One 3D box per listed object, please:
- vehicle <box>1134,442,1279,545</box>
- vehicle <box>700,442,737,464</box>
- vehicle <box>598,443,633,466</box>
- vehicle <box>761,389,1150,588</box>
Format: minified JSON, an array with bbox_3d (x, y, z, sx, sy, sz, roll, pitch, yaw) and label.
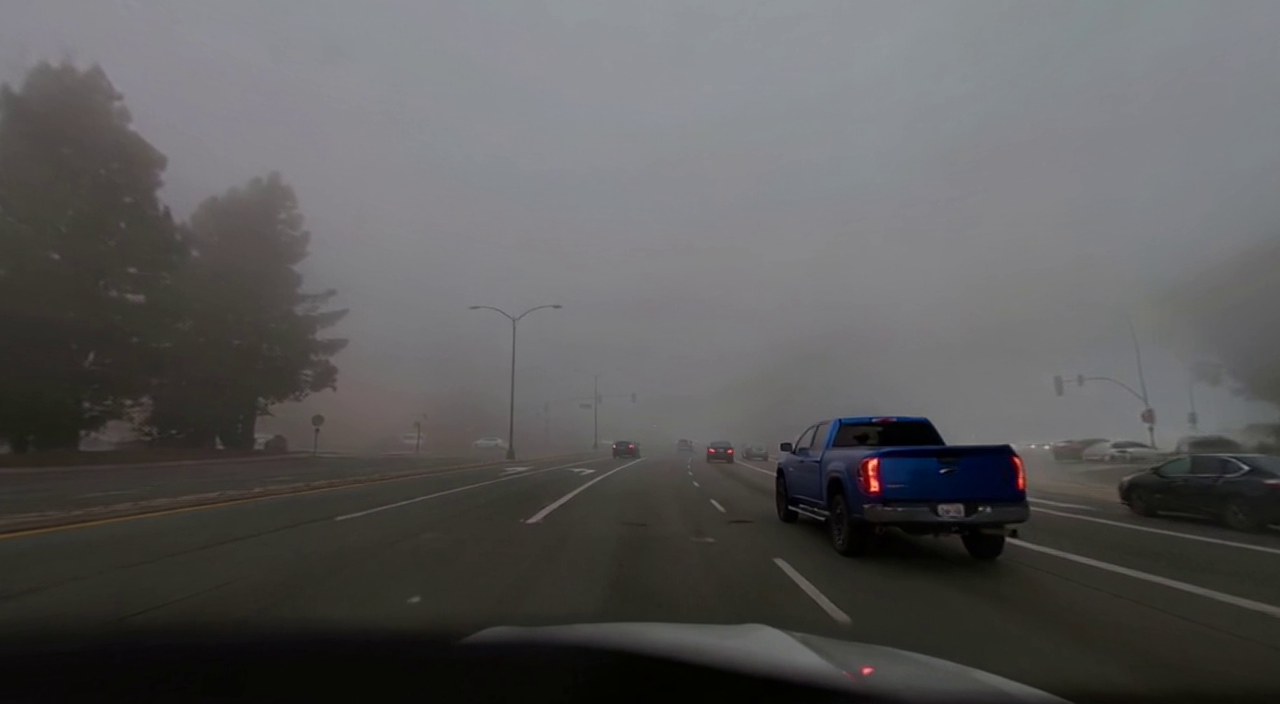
[{"bbox_3d":[10.545,2.210,9.877,1.963,1.513,4.600,1,-8,1],"label":"vehicle"},{"bbox_3d":[5.867,7.630,47.651,2.292,1.563,4.734,0,-8,2],"label":"vehicle"},{"bbox_3d":[-1.684,7.232,44.663,1.958,1.542,4.175,-1,-8,5],"label":"vehicle"},{"bbox_3d":[3.403,1.652,8.609,2.333,1.777,5.713,0,-8,0],"label":"vehicle"}]
